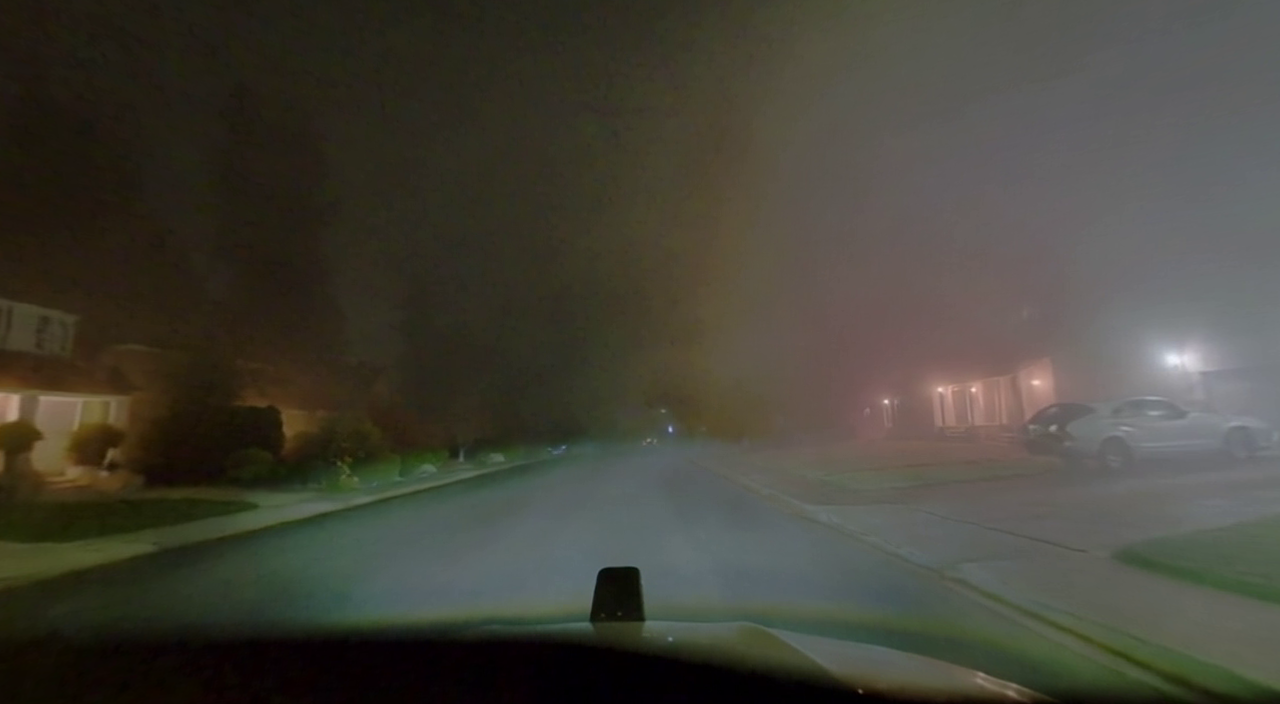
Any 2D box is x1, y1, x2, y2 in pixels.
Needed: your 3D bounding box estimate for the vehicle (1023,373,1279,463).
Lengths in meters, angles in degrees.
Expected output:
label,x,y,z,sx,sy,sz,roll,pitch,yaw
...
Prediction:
label,x,y,z,sx,sy,sz,roll,pitch,yaw
vehicle,11.269,1.419,13.412,4.894,1.616,1.965,-2,-8,2
